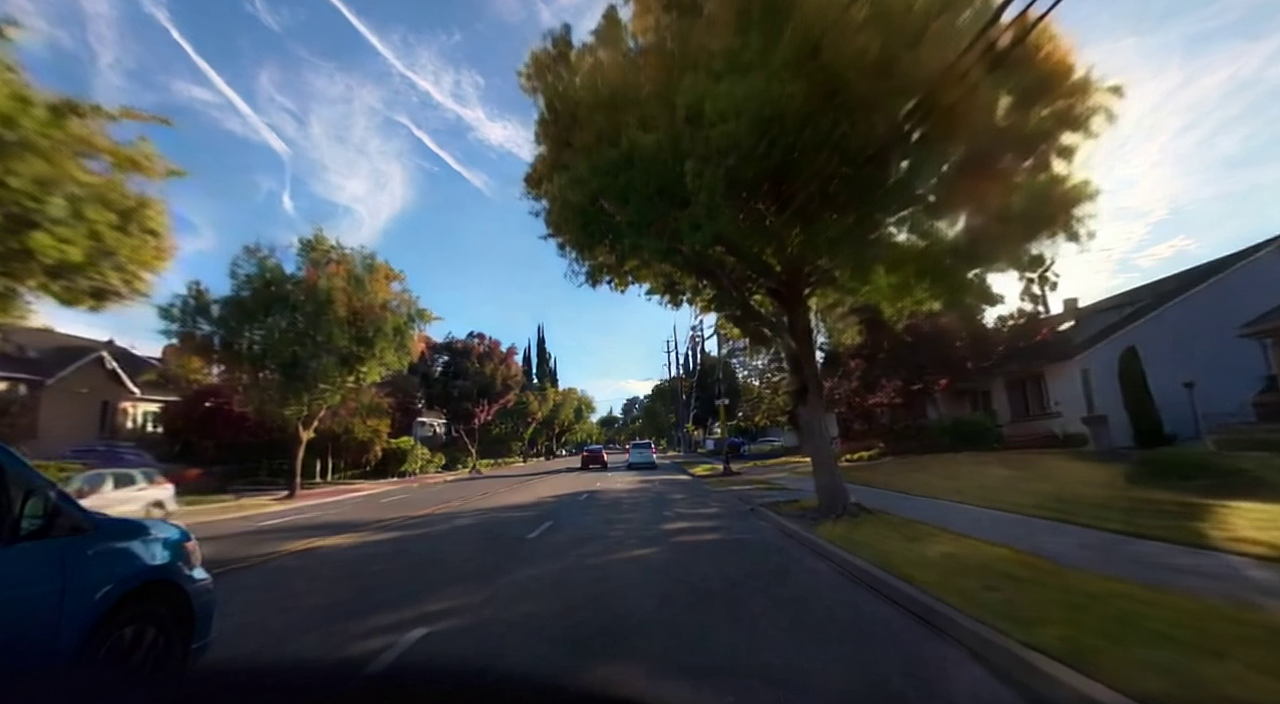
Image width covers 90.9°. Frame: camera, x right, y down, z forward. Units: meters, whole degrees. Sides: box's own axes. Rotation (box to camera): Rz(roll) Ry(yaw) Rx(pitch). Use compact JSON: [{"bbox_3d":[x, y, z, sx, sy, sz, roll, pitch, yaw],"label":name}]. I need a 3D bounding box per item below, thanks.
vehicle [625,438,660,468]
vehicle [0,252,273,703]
[{"bbox_3d":[0.180,6.309,39.522,2.120,1.718,3.909,0,-9,1],"label":"vehicle"},{"bbox_3d":[-3.642,0.516,1.164,2.336,2.152,5.866,0,-9,0],"label":"vehicle"}]
